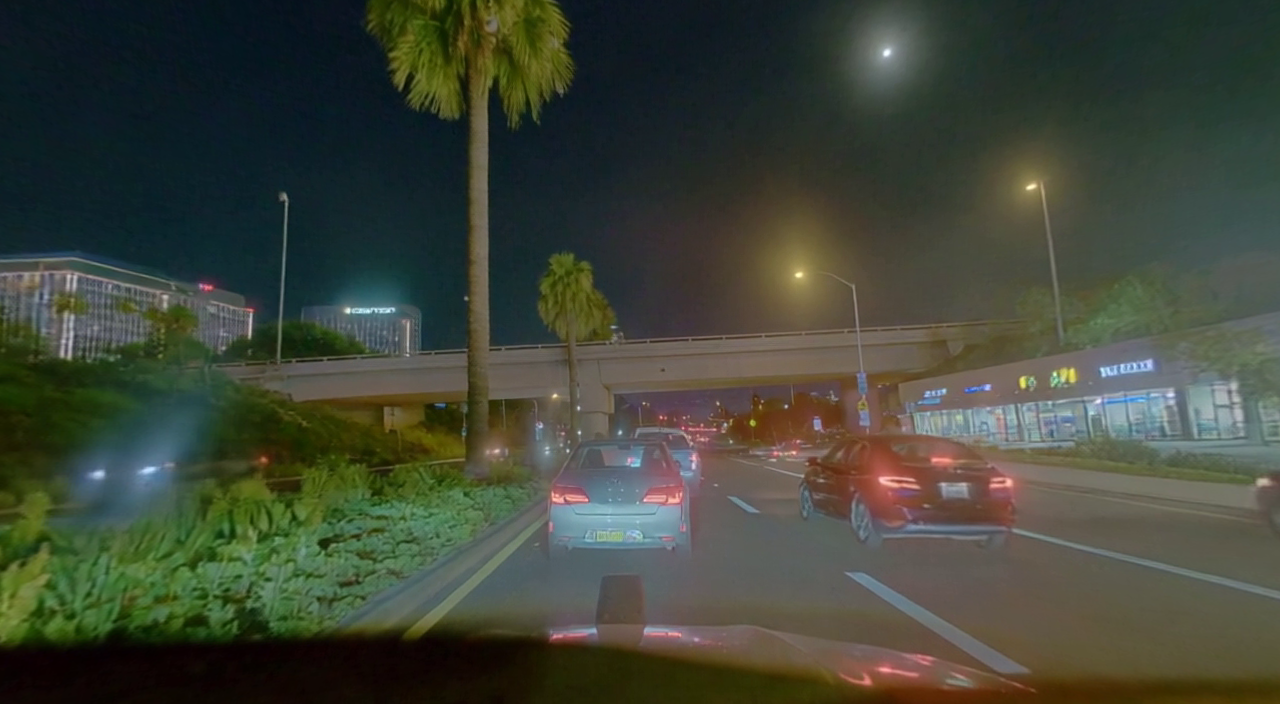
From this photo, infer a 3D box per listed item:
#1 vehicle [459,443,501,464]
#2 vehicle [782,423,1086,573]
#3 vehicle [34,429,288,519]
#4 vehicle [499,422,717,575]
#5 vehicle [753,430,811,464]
[{"bbox_3d":[-12.302,7.808,48.529,1.933,1.486,4.449,0,-8,1],"label":"vehicle"},{"bbox_3d":[3.562,1.858,8.907,2.034,1.517,4.840,0,-9,1],"label":"vehicle"},{"bbox_3d":[-12.582,3.219,17.250,2.386,1.943,5.700,-3,-9,2],"label":"vehicle"},{"bbox_3d":[-0.261,1.760,8.319,2.172,1.506,4.018,0,-9,2],"label":"vehicle"},{"bbox_3d":[8.088,5.494,36.275,2.242,1.817,4.837,0,-9,0],"label":"vehicle"}]
